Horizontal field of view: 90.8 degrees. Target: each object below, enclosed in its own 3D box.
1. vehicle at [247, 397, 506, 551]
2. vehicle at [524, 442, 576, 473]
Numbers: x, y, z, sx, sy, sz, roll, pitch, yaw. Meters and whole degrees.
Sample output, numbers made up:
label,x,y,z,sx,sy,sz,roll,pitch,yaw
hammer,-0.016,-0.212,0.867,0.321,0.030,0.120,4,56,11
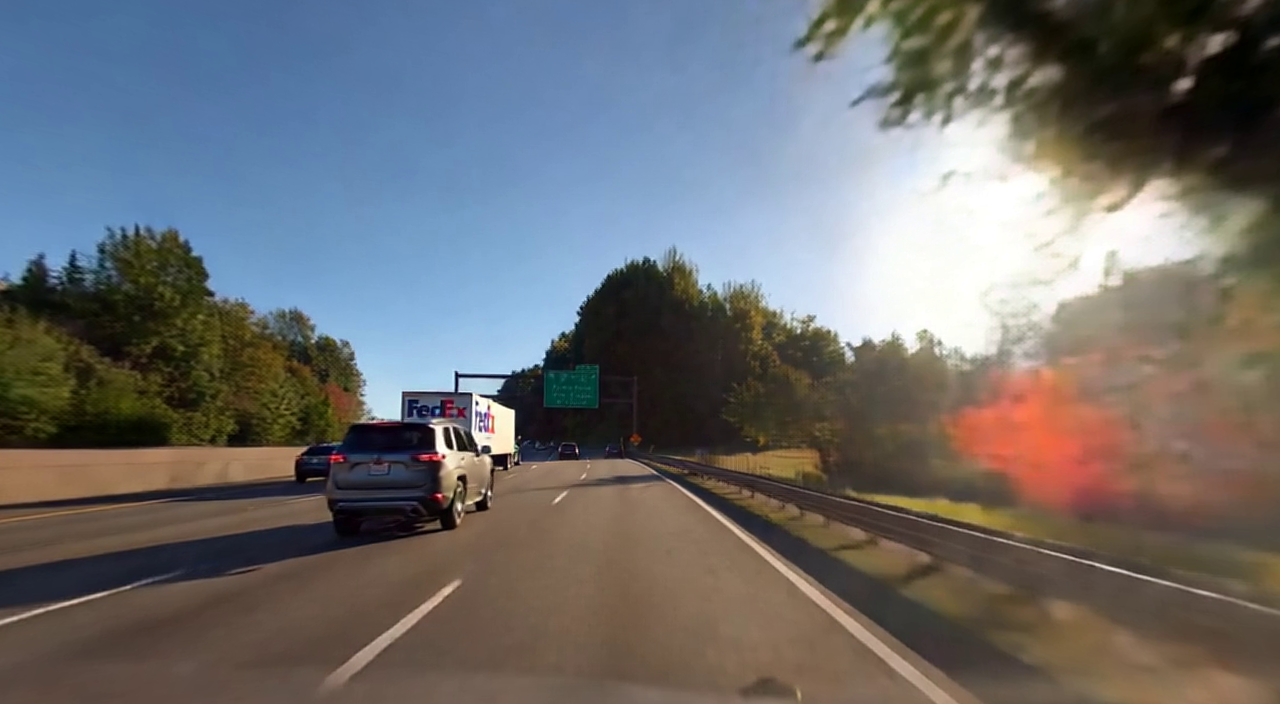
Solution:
label,x,y,z,sx,sy,sz,roll,pitch,yaw
vehicle,-3.750,1.846,10.178,2.170,1.886,4.628,0,-9,0
vehicle,-4.548,5.410,32.665,2.192,1.478,4.591,0,-9,-3
